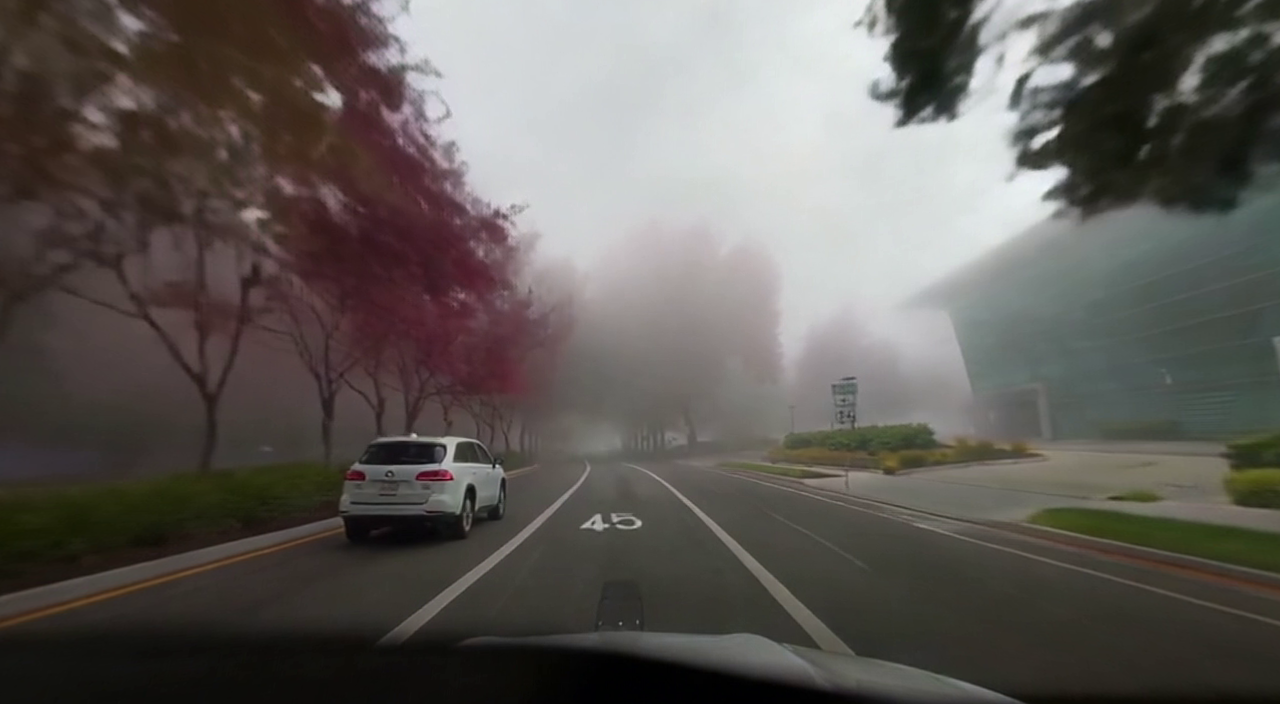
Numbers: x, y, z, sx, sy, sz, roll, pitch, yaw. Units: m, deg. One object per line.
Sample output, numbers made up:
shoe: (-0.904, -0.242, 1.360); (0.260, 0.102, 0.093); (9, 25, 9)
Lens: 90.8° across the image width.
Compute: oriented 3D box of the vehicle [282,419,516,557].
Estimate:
vehicle: (-3.438, 2.021, 10.187); (2.067, 1.700, 4.561); (0, -8, -1)
